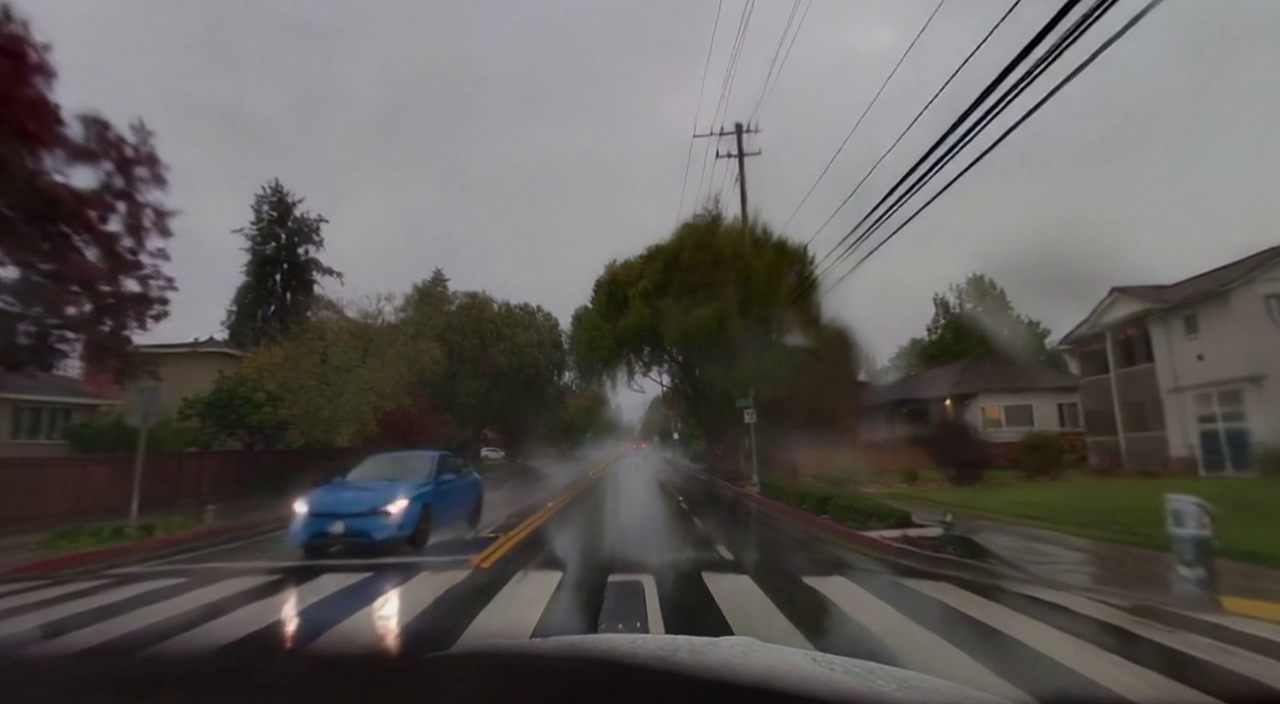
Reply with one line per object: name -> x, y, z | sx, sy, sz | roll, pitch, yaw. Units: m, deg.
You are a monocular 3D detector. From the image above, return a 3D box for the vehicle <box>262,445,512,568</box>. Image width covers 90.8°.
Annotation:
vehicle -> -3.466, 2.163, 9.680 | 2.102, 1.463, 4.024 | 0, -8, 1
